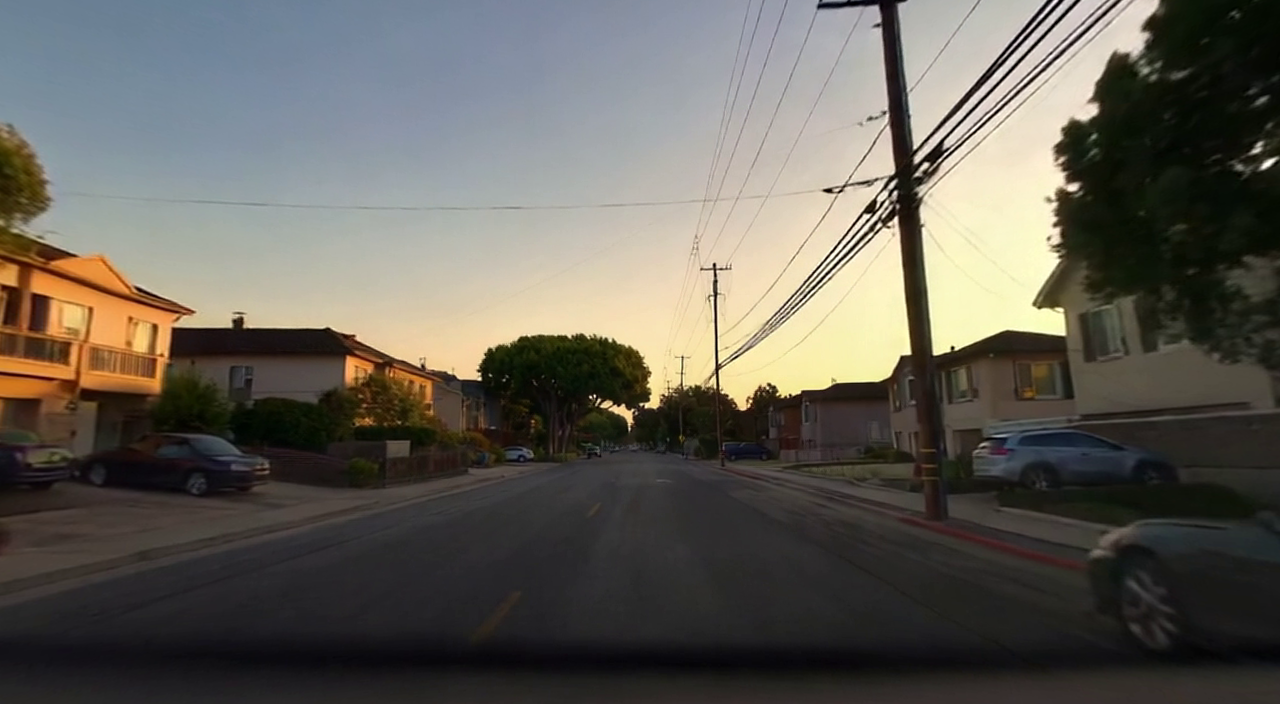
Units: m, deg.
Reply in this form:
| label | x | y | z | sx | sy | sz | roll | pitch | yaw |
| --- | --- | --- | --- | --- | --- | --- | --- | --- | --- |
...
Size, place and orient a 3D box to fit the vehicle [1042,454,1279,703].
| label | x | y | z | sx | sy | sz | roll | pitch | yaw |
| --- | --- | --- | --- | --- | --- | --- | --- | --- | --- |
| vehicle | 4.215 | 1.164 | 2.555 | 2.055 | 1.402 | 4.559 | 1 | -9 | -2 |

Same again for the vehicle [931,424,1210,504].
| label | x | y | z | sx | sy | sz | roll | pitch | yaw |
| --- | --- | --- | --- | --- | --- | --- | --- | --- | --- |
| vehicle | 10.330 | 2.715 | 15.542 | 5.221 | 1.798 | 2.211 | 0 | -9 | -1 |

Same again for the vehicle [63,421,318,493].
| label | x | y | z | sx | sy | sz | roll | pitch | yaw |
| --- | --- | --- | --- | --- | --- | --- | --- | --- | --- |
| vehicle | -12.314 | 2.920 | 17.695 | 5.186 | 1.842 | 2.465 | 0 | -9 | -1 |
